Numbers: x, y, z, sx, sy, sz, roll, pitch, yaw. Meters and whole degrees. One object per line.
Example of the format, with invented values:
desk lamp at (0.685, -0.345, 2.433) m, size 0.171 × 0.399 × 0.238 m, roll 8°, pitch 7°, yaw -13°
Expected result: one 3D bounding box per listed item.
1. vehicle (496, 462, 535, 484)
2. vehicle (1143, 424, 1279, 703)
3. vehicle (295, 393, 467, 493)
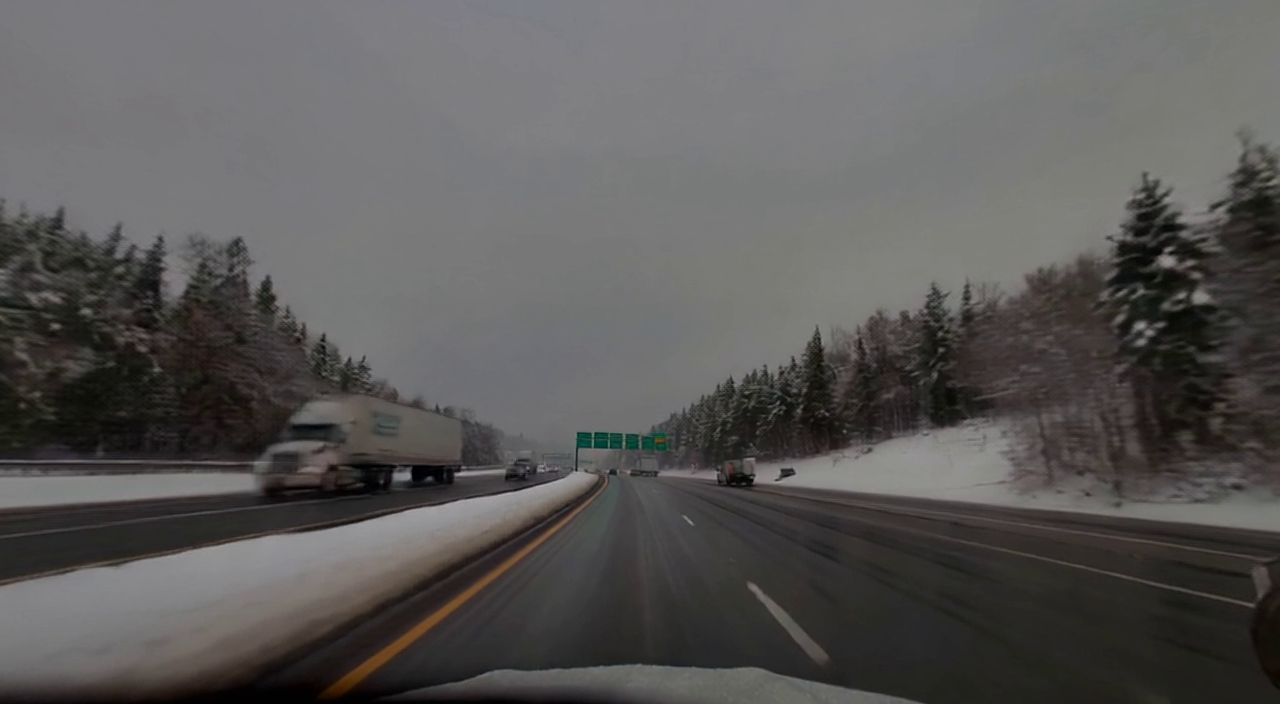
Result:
vehicle at (-9.590, 9.356, 48.648) m, size 2.176 × 1.548 × 4.347 m, roll 1°, pitch -10°, yaw -2°
vehicle at (4.083, 0.838, 1.464) m, size 1.965 × 1.502 × 4.599 m, roll 1°, pitch -10°, yaw 0°
vehicle at (-13.258, 5.361, 35.074) m, size 2.975 × 4.187 × 16.809 m, roll 1°, pitch -10°, yaw -2°
